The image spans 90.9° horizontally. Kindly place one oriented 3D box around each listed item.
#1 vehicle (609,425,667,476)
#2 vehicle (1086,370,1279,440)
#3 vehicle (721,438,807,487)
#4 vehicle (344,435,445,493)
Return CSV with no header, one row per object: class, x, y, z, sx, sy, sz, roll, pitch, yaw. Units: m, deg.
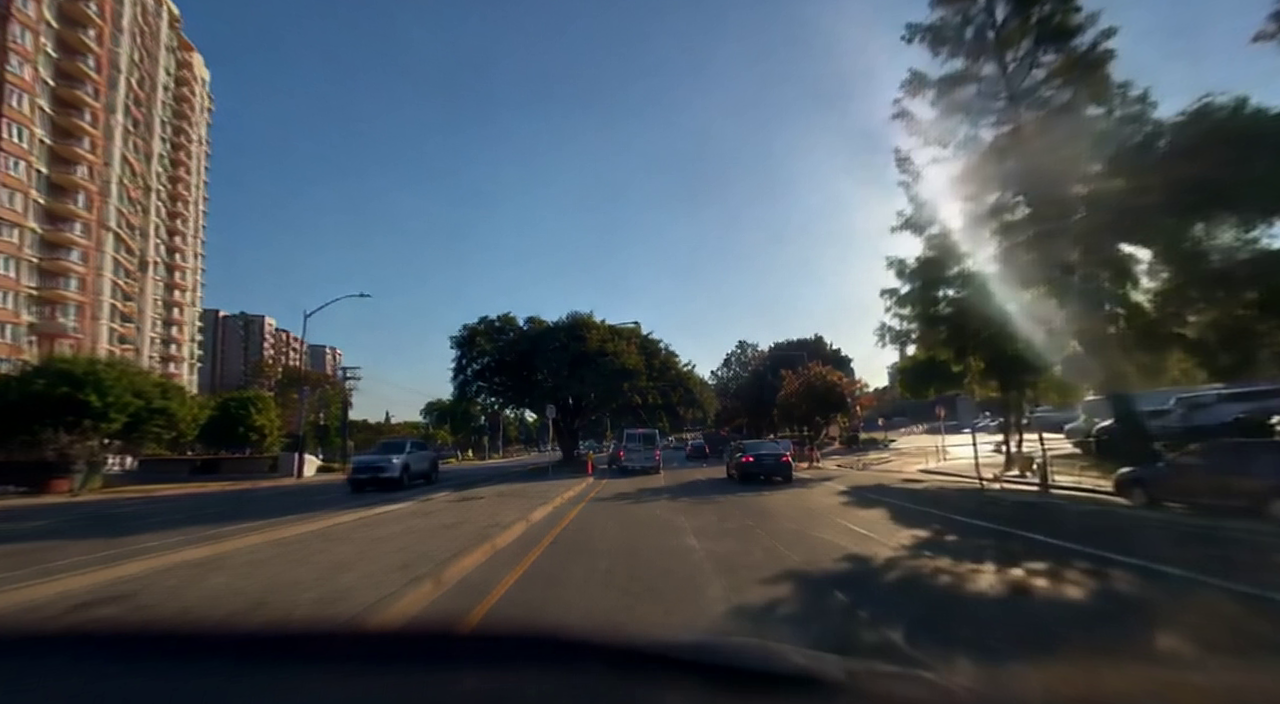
vehicle,-0.198,4.480,28.866,2.396,2.143,4.824,0,-8,-3
vehicle,38.890,3.889,45.018,10.985,3.740,2.994,-6,-9,5
vehicle,4.086,3.722,21.552,2.075,1.486,4.316,0,-8,0
vehicle,-8.700,3.986,22.831,1.873,1.894,4.186,0,-8,1
